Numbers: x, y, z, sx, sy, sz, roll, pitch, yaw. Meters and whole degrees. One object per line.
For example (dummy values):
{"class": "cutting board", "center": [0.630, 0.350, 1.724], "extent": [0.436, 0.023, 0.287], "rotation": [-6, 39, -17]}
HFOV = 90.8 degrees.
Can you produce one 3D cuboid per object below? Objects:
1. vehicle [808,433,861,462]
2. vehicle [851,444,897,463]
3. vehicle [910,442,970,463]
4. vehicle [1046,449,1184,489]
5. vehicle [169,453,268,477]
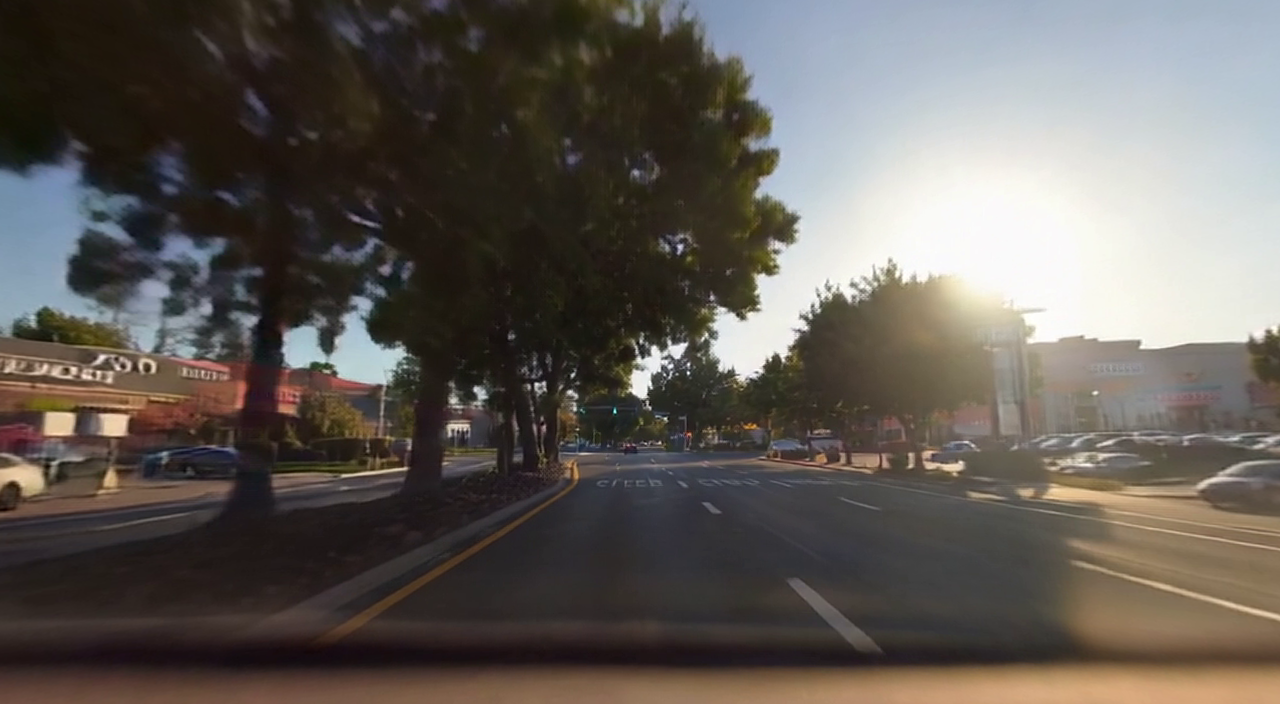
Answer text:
{"class": "vehicle", "center": [14.710, 7.305, 48.105], "extent": [2.235, 2.016, 5.481], "rotation": [-2, -9, 0]}
{"class": "vehicle", "center": [17.710, 7.697, 48.038], "extent": [1.873, 1.383, 3.754], "rotation": [0, -9, -3]}
{"class": "vehicle", "center": [22.492, 7.602, 47.540], "extent": [1.791, 1.458, 4.316], "rotation": [0, -10, -11]}
{"class": "vehicle", "center": [20.782, 5.125, 27.794], "extent": [4.423, 1.633, 2.010], "rotation": [0, -9, 0]}
{"class": "vehicle", "center": [-26.869, 7.202, 40.404], "extent": [4.777, 1.469, 1.937], "rotation": [0, -9, -5]}
